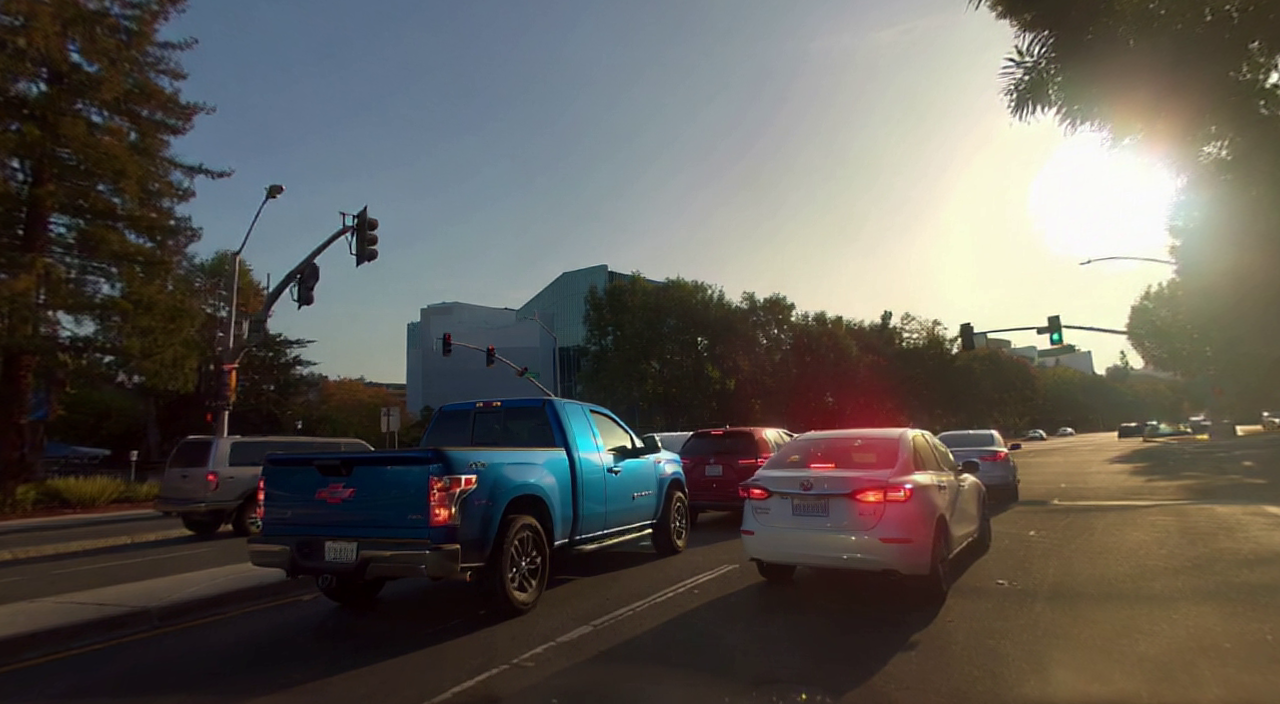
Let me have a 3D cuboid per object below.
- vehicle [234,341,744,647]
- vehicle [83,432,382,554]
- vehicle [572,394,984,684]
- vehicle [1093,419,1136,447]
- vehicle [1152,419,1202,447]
[{"bbox_3d":[-0.876,1.398,7.463,2.272,2.016,6.146,-5,-10,27],"label":"vehicle"},{"bbox_3d":[-8.321,2.799,13.451,2.174,2.057,4.738,-6,-10,33],"label":"vehicle"},{"bbox_3d":[1.723,1.377,5.994,2.027,1.549,4.801,-6,-10,35],"label":"vehicle"},{"bbox_3d":[32.816,5.671,43.717,2.160,1.790,4.303,-6,-10,35],"label":"vehicle"},{"bbox_3d":[35.785,5.474,42.185,2.183,1.714,4.491,-7,-11,37],"label":"vehicle"}]
